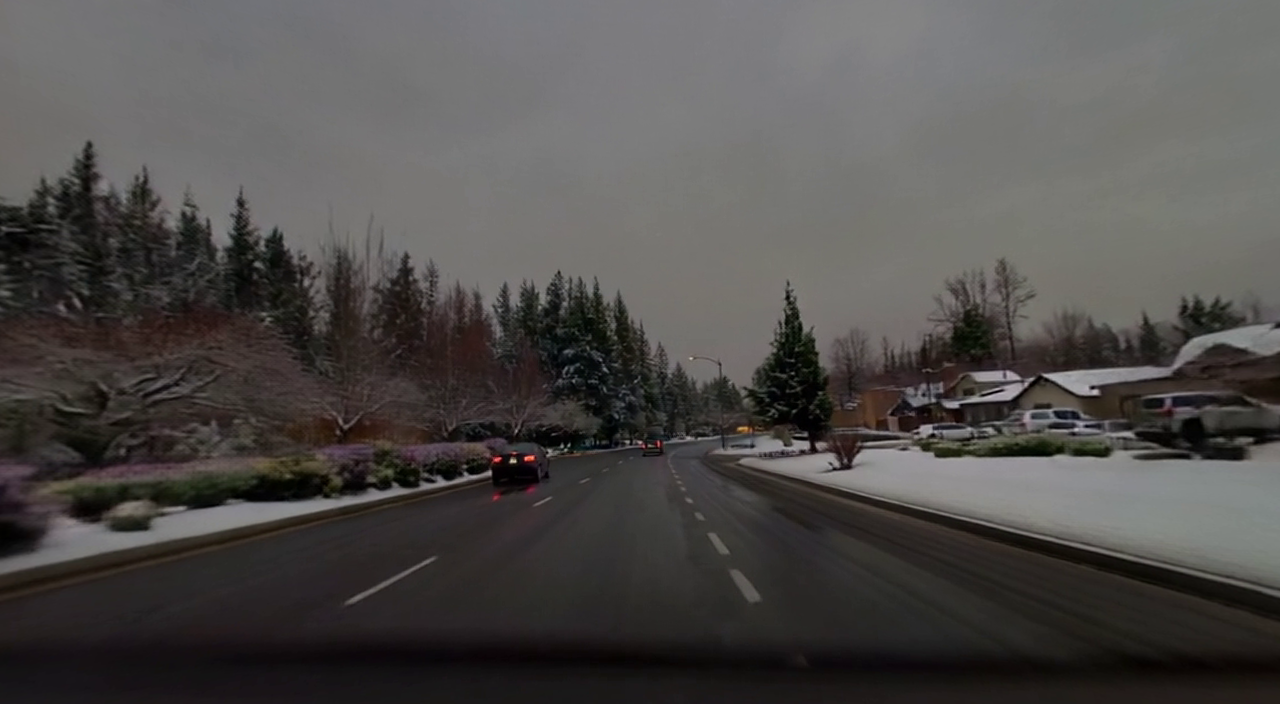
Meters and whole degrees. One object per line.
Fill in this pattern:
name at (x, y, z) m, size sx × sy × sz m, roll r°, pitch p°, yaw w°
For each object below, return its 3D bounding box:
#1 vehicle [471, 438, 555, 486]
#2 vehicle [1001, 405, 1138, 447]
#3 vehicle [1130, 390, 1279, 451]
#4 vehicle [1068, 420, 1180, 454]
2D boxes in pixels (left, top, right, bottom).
vehicle at (-4.326, 3.815, 22.133) m, size 2.036 × 1.478 × 4.508 m, roll 0°, pitch -8°, yaw 0°
vehicle at (21.095, 3.669, 30.957) m, size 5.294 × 1.978 × 2.201 m, roll 1°, pitch -8°, yaw -7°
vehicle at (21.306, 2.501, 22.535) m, size 5.458 × 2.044 × 2.299 m, roll 0°, pitch -8°, yaw -2°
vehicle at (21.472, 3.796, 27.935) m, size 3.648 × 1.427 × 1.686 m, roll 1°, pitch -8°, yaw -6°
